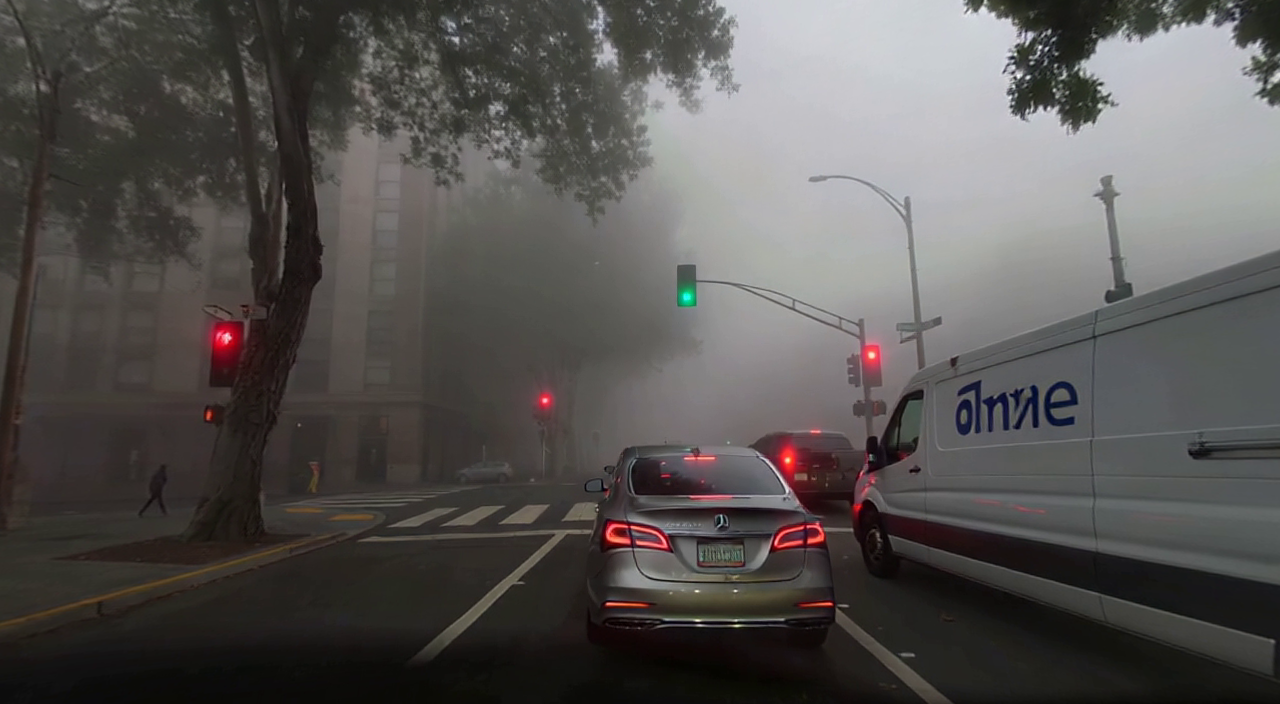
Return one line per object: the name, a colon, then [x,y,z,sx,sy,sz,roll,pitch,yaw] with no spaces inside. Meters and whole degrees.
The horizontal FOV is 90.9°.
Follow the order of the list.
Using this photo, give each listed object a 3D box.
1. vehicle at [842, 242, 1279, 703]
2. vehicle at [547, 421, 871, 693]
vehicle: [2.855,0.894,2.904,2.054,1.965,5.248,1,-11,0]
vehicle: [0.380,1.589,5.730,1.961,1.629,3.610,1,-10,-1]
